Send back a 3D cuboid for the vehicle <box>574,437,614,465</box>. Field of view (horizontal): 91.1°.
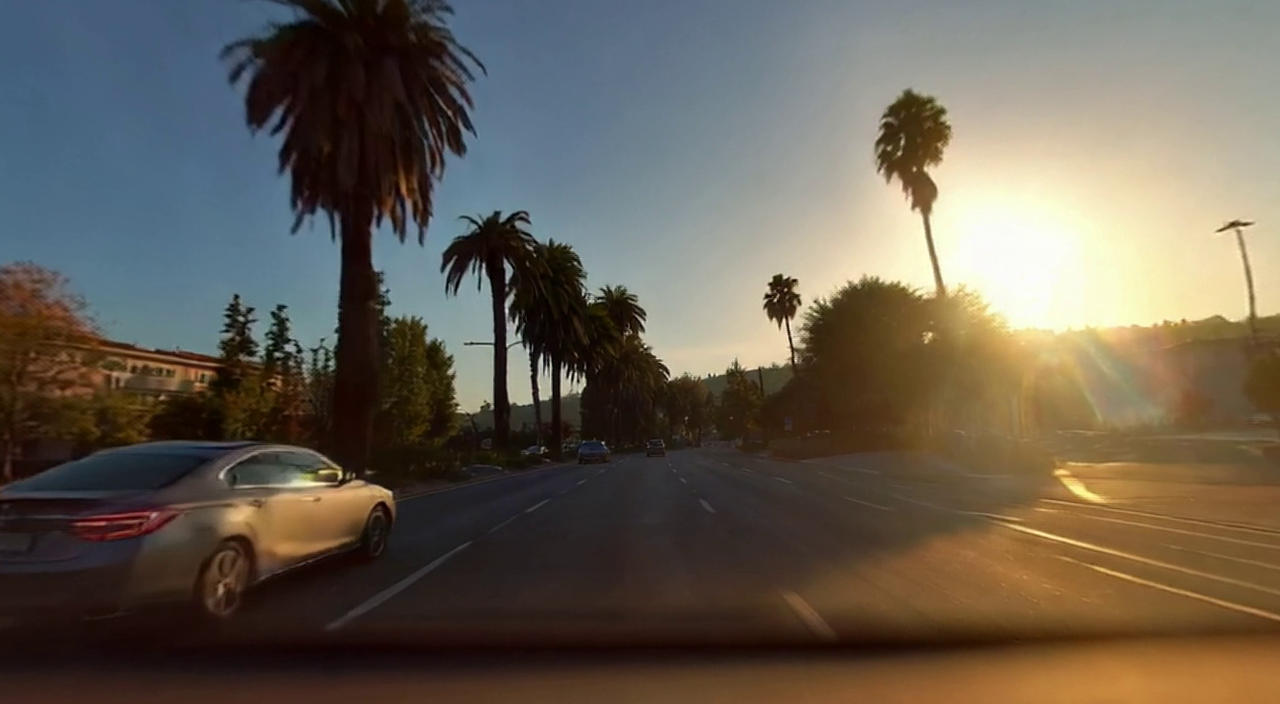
[{"bbox_3d":[-3.151,6.959,44.186,2.188,1.819,4.667,-1,-8,4],"label":"vehicle"}]

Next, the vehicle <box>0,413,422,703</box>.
[{"bbox_3d":[-3.797,1.395,5.456,2.036,1.478,4.771,0,-8,1],"label":"vehicle"}]
